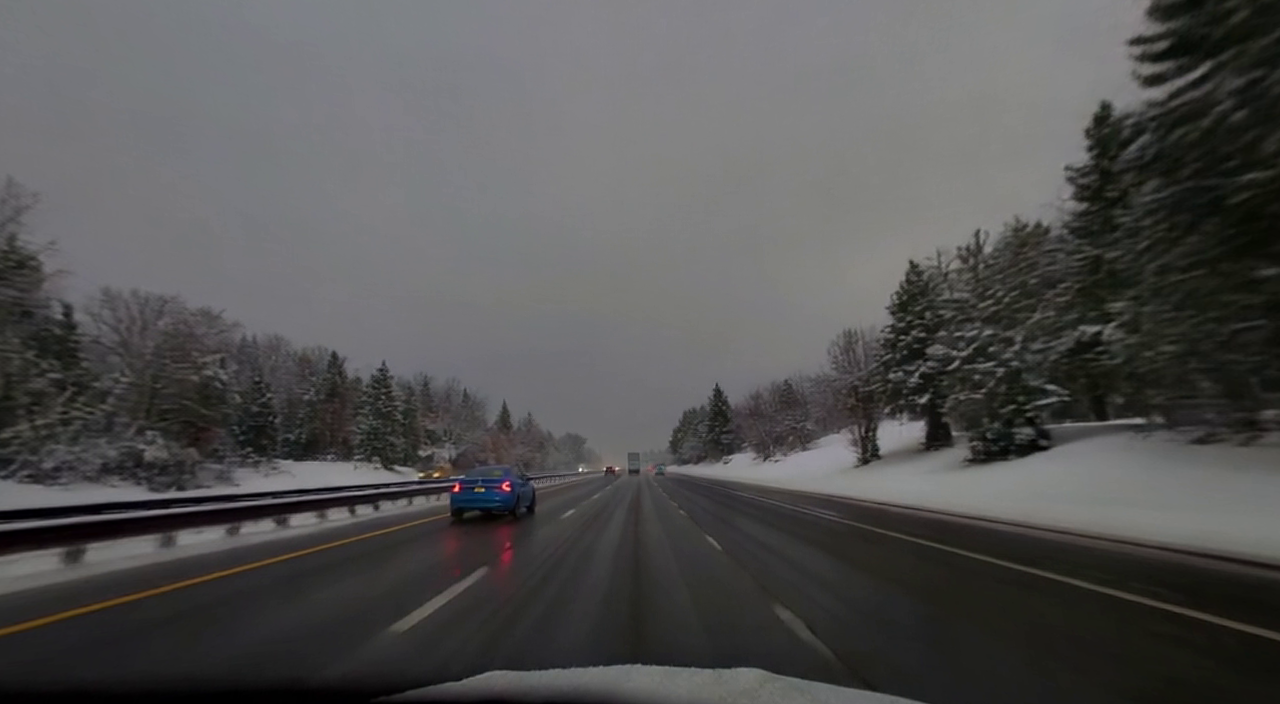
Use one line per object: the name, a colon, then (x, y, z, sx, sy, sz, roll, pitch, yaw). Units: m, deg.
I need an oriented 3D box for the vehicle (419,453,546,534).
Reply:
vehicle: (-3.425, 3.171, 14.512, 1.797, 1.532, 4.072, 1, -10, 1)
